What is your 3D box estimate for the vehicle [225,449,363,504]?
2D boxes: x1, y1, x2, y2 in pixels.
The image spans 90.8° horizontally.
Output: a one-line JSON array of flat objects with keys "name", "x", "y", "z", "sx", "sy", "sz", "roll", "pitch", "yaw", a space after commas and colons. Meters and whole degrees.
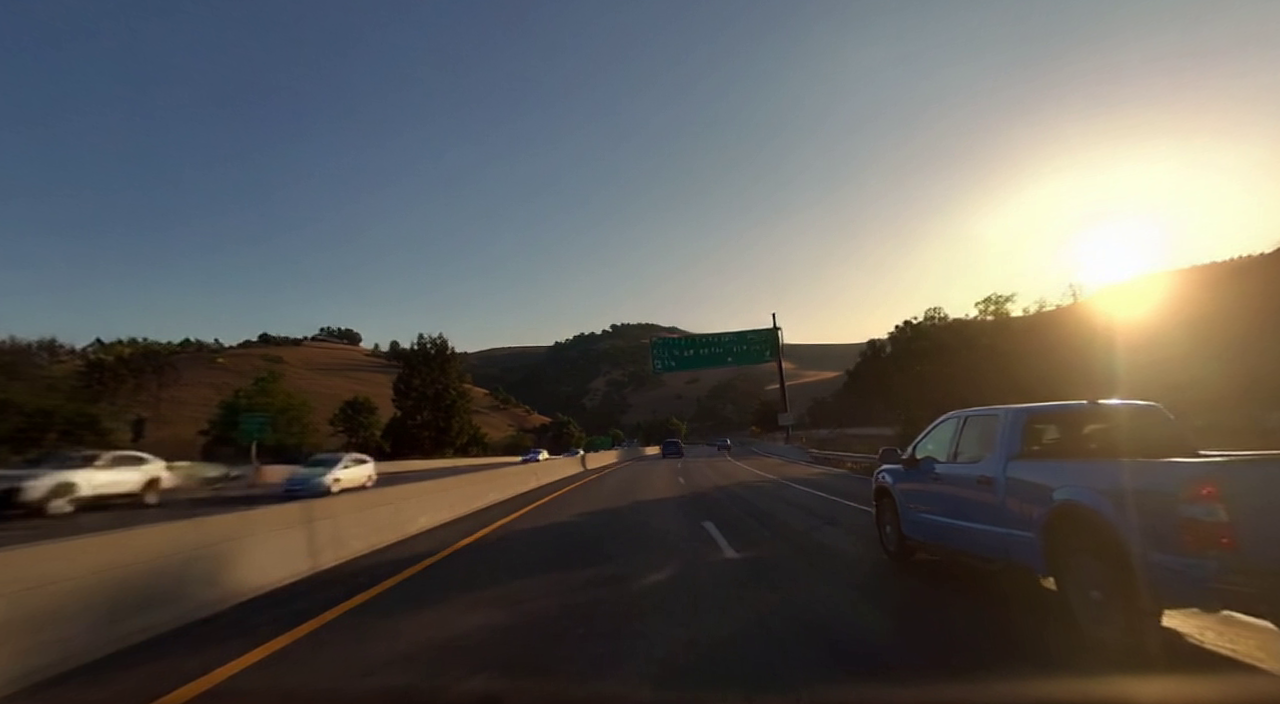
[{"name": "vehicle", "x": -11.428, "y": 4.107, "z": 21.309, "sx": 1.954, "sy": 1.605, "sz": 4.462, "roll": -1, "pitch": -9, "yaw": 3}]

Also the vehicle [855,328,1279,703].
[{"name": "vehicle", "x": 3.564, "y": 1.113, "z": 4.747, "sx": 2.151, "sy": 1.744, "sz": 4.709, "roll": 0, "pitch": -8, "yaw": -1}]

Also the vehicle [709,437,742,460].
[{"name": "vehicle", "x": 6.471, "y": 7.388, "z": 48.374, "sx": 2.249, "sy": 1.635, "sz": 4.118, "roll": -1, "pitch": -9, "yaw": 4}]
